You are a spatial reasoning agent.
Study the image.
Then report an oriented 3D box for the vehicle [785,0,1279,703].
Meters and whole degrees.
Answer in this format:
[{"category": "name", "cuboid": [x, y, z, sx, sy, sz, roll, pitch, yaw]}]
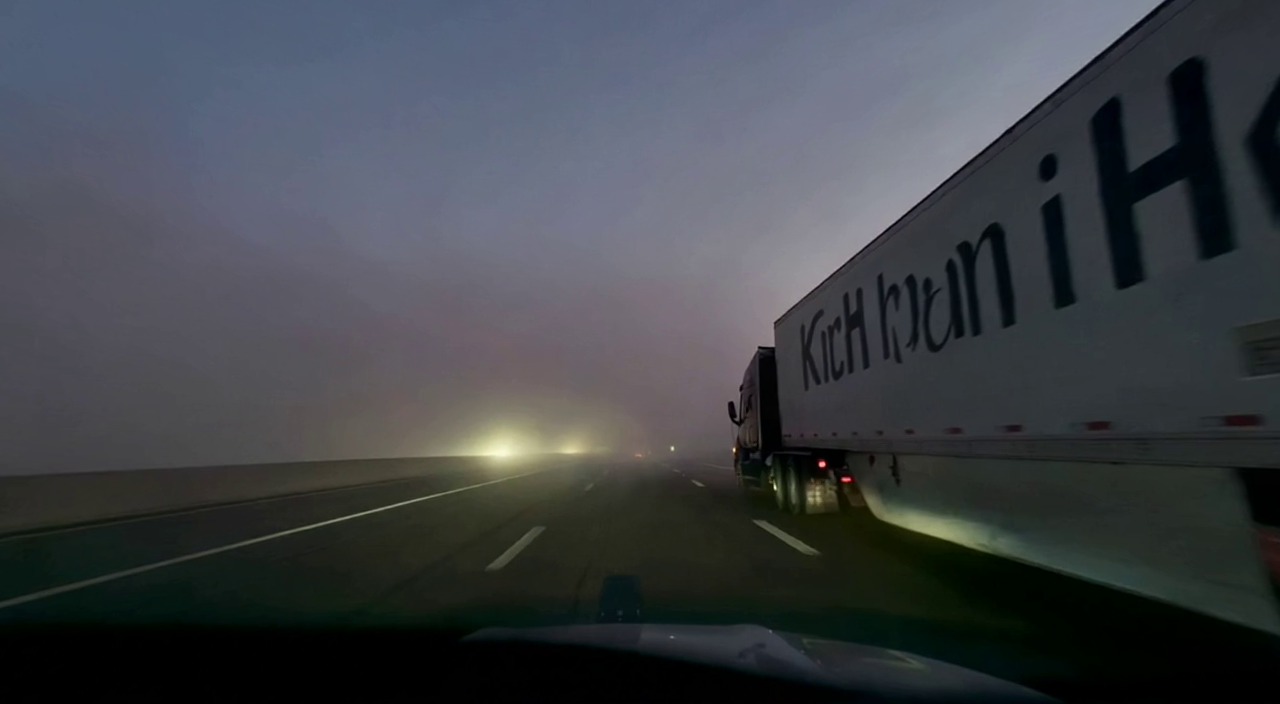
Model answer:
[{"category": "vehicle", "cuboid": [4.499, -0.131, 5.180, 2.993, 4.433, 13.992, 0, -9, -1]}]
